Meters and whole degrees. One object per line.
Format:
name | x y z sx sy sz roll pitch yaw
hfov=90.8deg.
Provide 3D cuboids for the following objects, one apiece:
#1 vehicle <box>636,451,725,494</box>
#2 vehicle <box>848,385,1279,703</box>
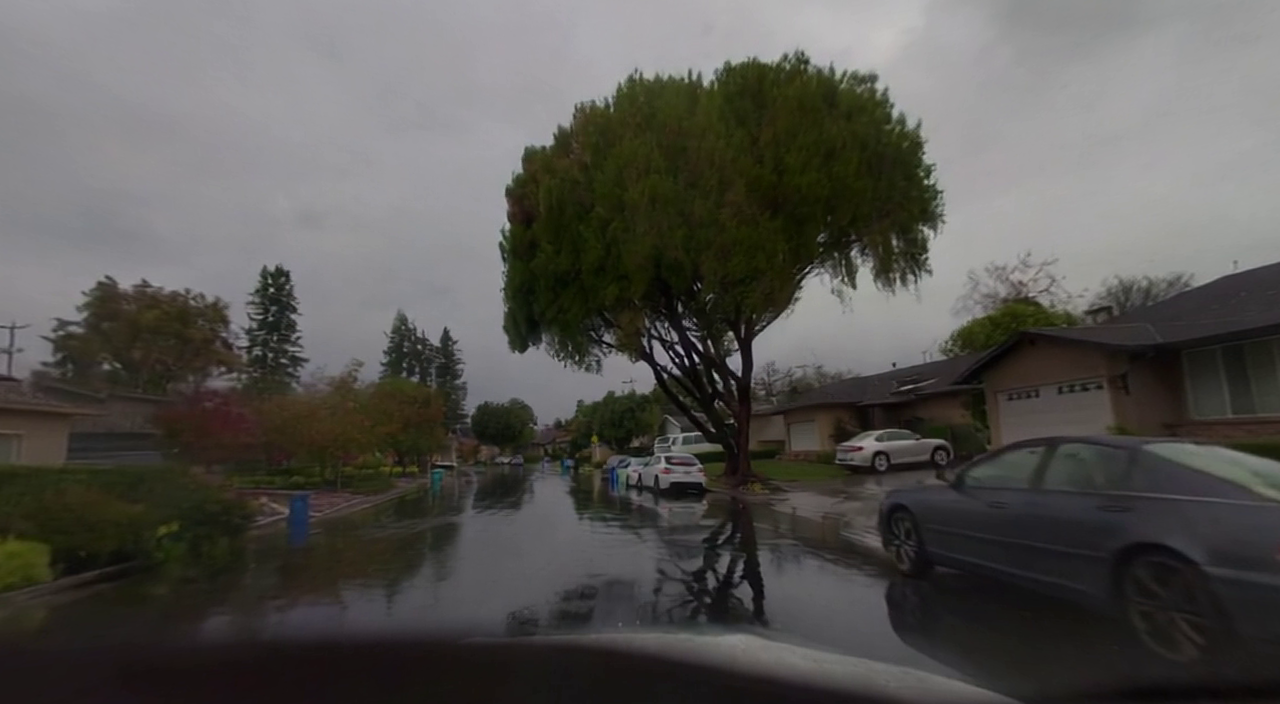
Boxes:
vehicle | 1.459 4.705 25.099 2.193 1.504 4.576 2 -9 -15
vehicle | 4.081 1.410 5.628 2.111 1.771 4.942 1 -9 -9
